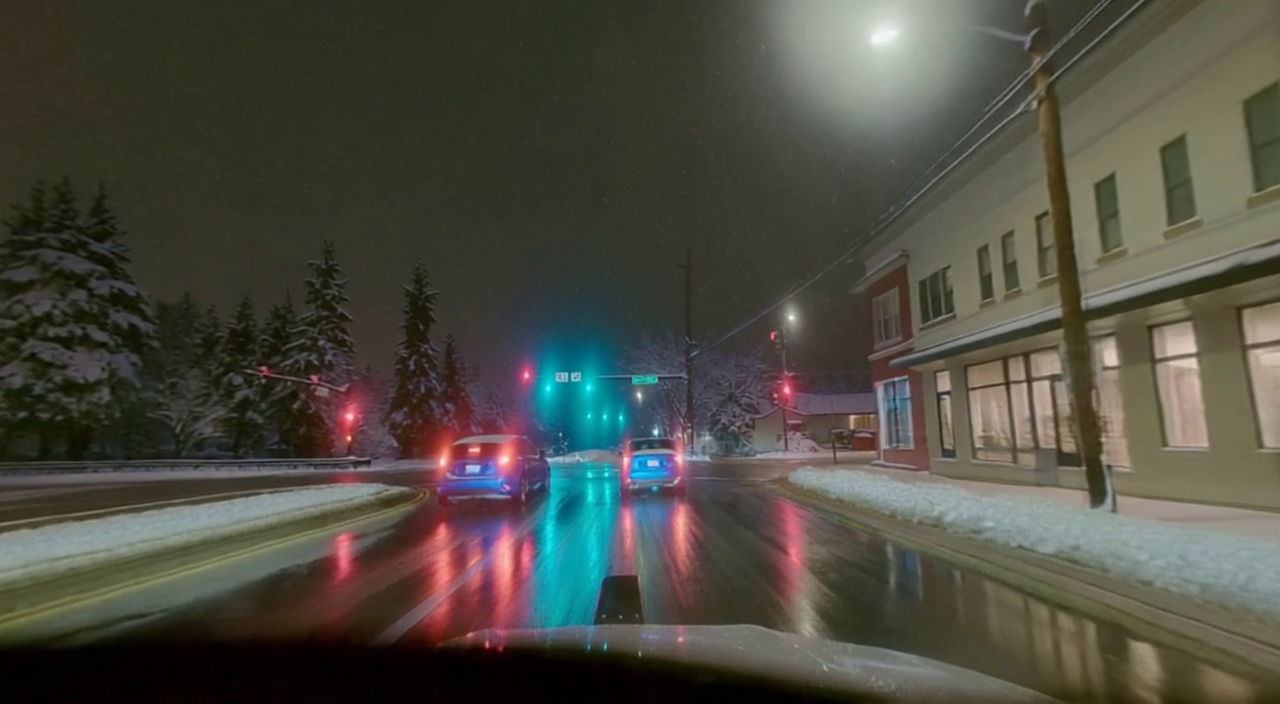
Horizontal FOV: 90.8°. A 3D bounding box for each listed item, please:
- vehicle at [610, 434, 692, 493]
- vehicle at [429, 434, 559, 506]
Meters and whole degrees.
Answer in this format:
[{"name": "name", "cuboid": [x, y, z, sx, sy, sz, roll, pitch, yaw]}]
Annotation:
[{"name": "vehicle", "cuboid": [0.268, 3.122, 18.008, 2.059, 1.456, 4.047, 0, -8, 0]}, {"name": "vehicle", "cuboid": [-3.286, 2.749, 15.185, 2.032, 1.467, 4.411, 0, -8, 1]}]
